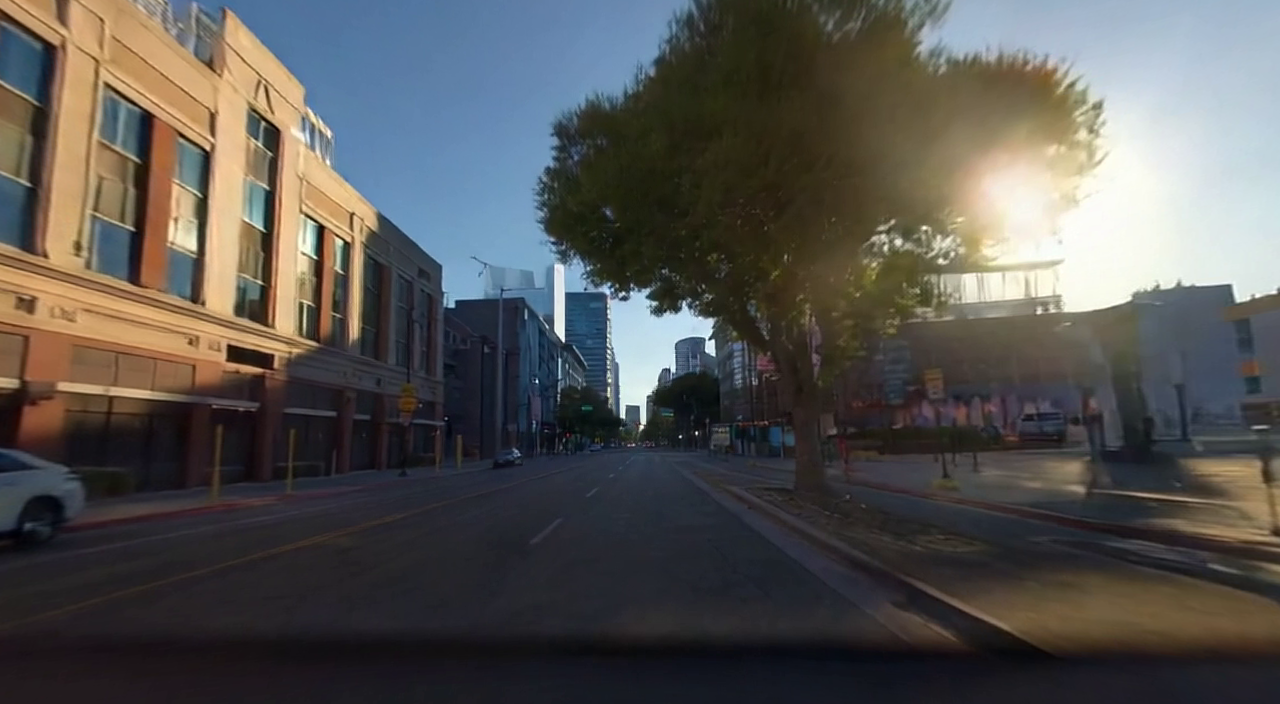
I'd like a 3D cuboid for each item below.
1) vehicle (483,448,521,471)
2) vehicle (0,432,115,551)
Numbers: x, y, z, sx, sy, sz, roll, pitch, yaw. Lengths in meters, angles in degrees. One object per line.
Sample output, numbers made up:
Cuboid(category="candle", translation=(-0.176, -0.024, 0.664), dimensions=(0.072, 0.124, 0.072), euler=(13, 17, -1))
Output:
Cuboid(category="vehicle", translation=(-10.388, 8.103, 47.763), dimensions=(1.846, 1.447, 4.264), euler=(-1, -6, 2))
Cuboid(category="vehicle", translation=(-10.825, 2.130, 9.347), dimensions=(2.060, 1.796, 4.675), euler=(-1, -7, 0))
